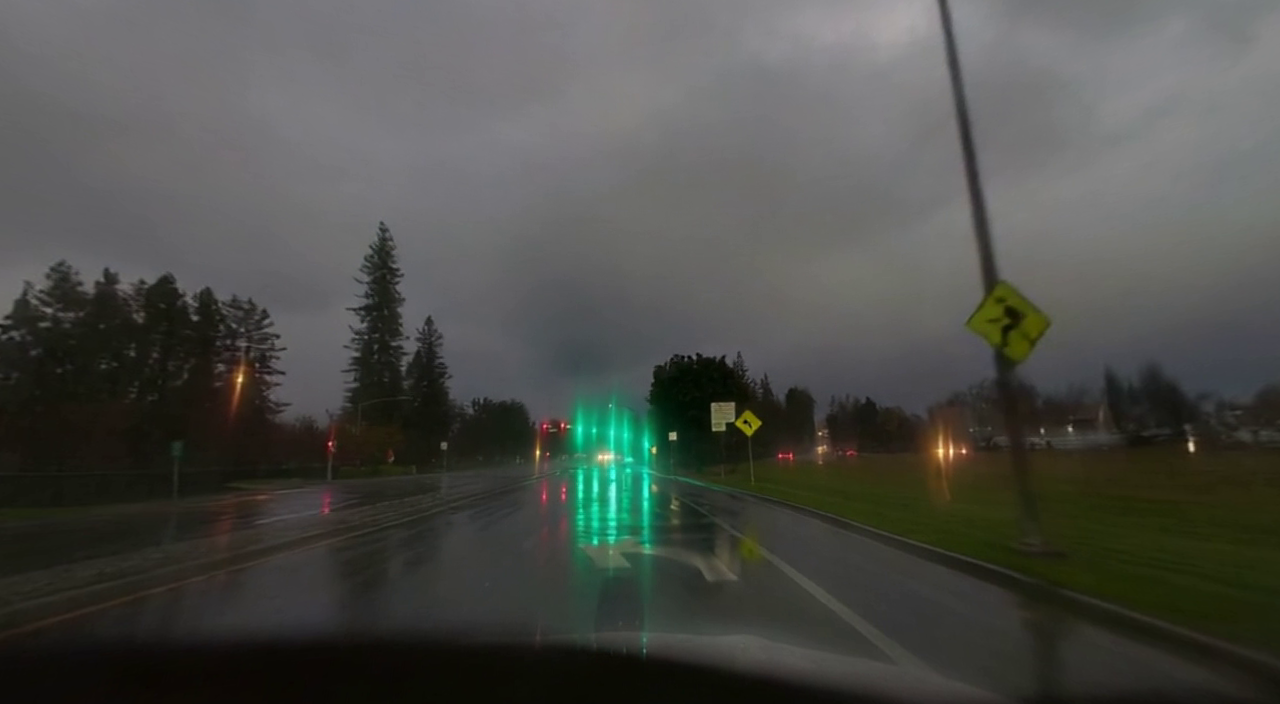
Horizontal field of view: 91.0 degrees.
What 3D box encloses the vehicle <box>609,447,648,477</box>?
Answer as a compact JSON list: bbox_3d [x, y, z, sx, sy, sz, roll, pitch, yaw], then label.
[{"bbox_3d":[-0.630,5.833,33.543,1.954,1.469,3.465,0,-9,-2],"label":"vehicle"}]
